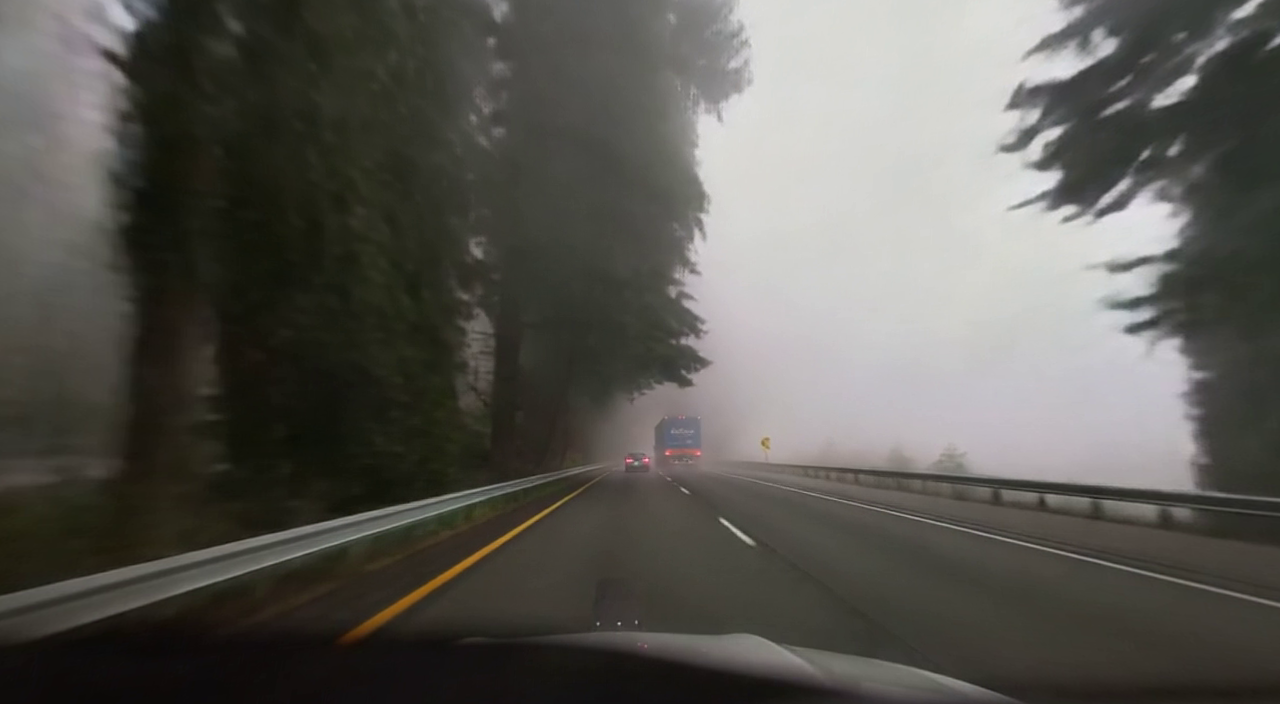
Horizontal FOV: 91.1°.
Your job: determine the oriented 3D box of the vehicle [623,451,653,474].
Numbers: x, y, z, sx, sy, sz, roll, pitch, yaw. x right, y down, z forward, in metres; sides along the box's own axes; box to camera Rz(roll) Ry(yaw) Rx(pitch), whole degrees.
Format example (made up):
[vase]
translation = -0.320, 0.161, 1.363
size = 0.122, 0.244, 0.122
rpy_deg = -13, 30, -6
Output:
[vehicle]
translation = -0.124, 7.788, 44.674
size = 2.057, 1.528, 3.958
rpy_deg = -1, -9, 0
